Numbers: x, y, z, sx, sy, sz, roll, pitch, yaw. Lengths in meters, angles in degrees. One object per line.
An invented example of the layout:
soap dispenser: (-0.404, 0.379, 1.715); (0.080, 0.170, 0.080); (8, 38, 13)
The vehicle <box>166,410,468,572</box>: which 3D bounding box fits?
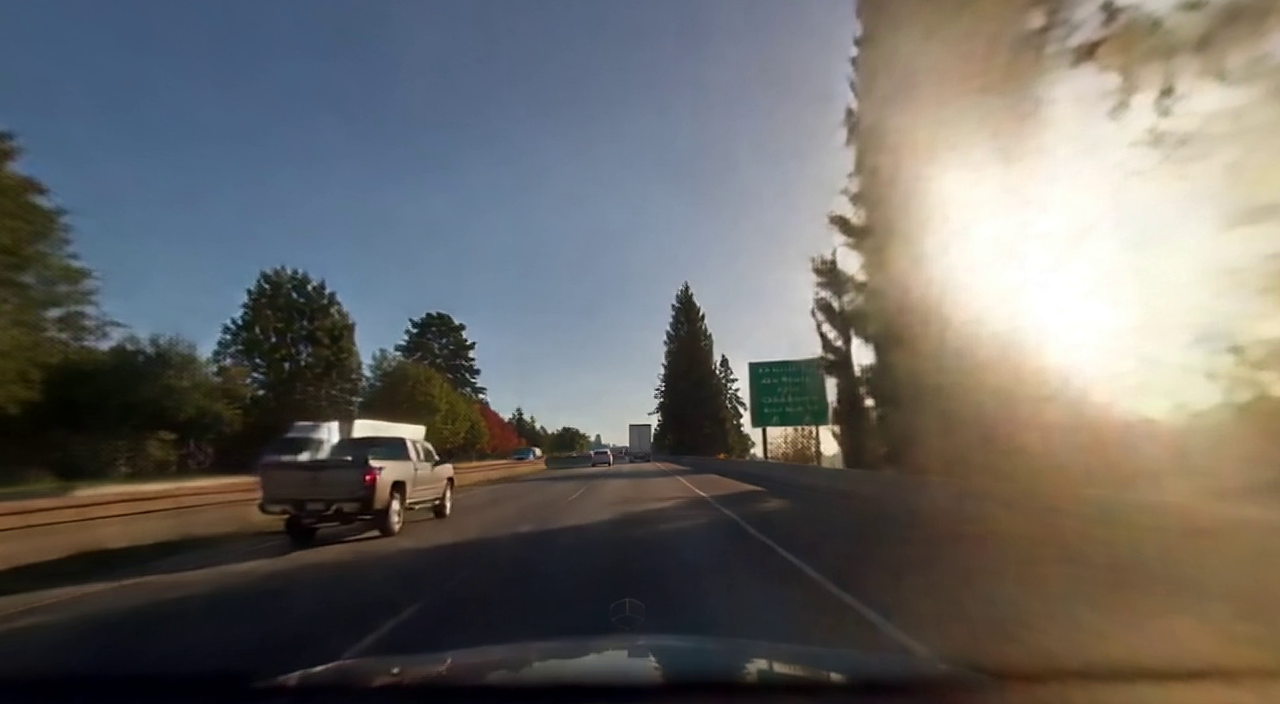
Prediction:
vehicle: (-4.370, 1.966, 9.661); (2.079, 1.845, 4.654); (0, -9, 1)
